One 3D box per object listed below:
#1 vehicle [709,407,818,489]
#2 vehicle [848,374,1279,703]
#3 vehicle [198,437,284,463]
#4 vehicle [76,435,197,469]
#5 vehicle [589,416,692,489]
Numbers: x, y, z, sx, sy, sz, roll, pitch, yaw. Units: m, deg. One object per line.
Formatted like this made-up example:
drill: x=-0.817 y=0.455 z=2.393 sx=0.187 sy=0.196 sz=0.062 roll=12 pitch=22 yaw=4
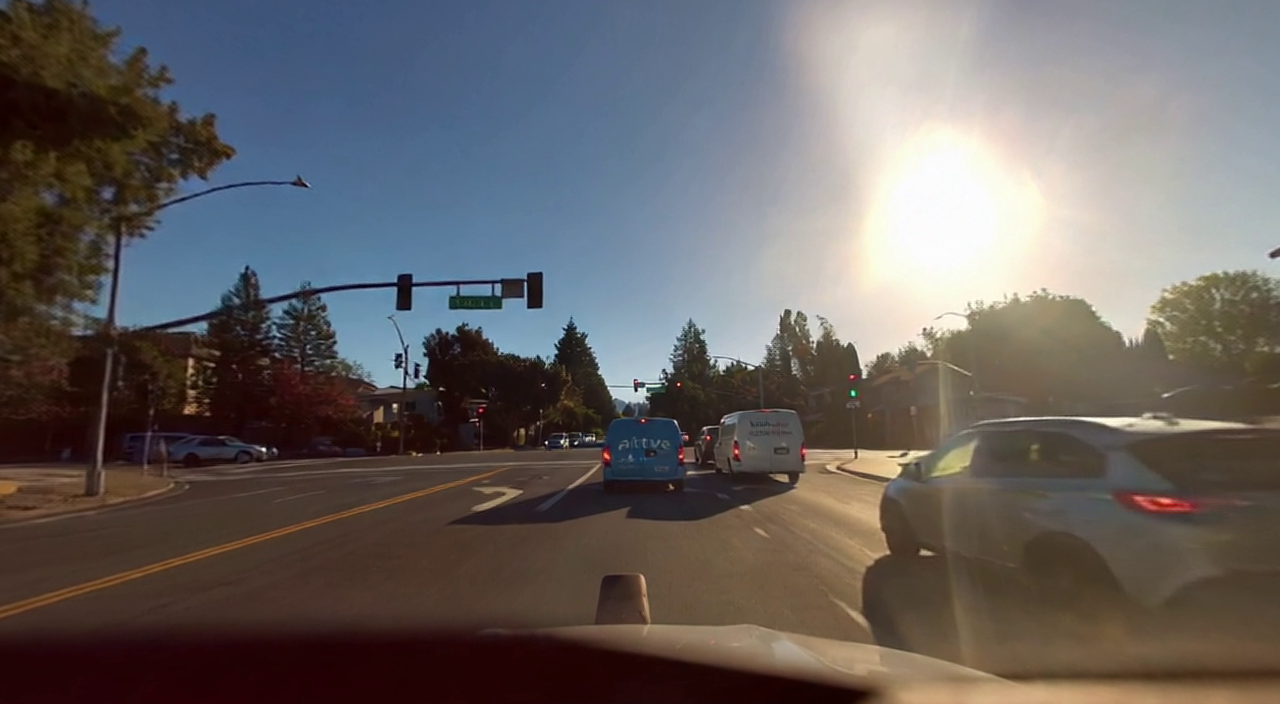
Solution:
vehicle: x=3.156 y=2.583 z=16.997 sx=2.059 sy=1.924 sz=4.257 roll=0 pitch=-8 yaw=0
vehicle: x=3.319 y=1.166 z=4.729 sx=1.934 sy=1.506 sz=4.544 roll=0 pitch=-8 yaw=0
vehicle: x=-25.073 y=6.159 z=39.567 sx=4.073 sy=1.603 sz=1.920 roll=1 pitch=-8 yaw=-8
vehicle: x=-28.219 y=5.613 z=35.356 sx=4.757 sy=1.841 sz=2.121 roll=1 pitch=-8 yaw=-7
vehicle: x=0.046 y=2.590 z=16.383 sx=2.321 sy=1.624 sz=4.367 roll=0 pitch=-8 yaw=1
